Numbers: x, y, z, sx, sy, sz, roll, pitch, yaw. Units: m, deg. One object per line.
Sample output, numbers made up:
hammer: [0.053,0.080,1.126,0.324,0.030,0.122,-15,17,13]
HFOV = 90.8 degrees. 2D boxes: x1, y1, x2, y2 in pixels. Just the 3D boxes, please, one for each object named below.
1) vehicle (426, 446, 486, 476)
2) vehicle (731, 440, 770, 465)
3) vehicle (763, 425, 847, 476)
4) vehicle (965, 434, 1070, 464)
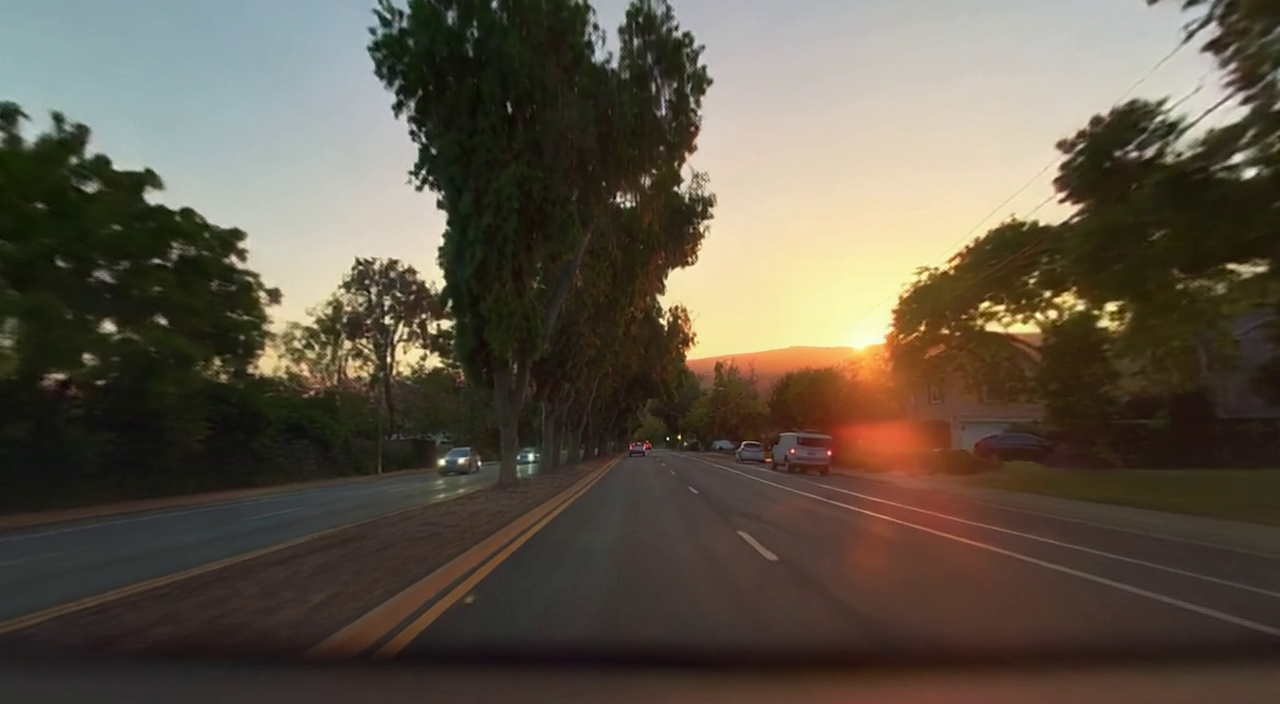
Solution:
vehicle: [-10.008,5.934,34.680,1.958,1.524,4.314,0,-8,0]
vehicle: [7.477,6.835,42.981,1.965,1.623,4.096,0,-8,1]
vehicle: [7.516,4.574,29.493,2.278,2.079,5.861,0,-8,0]
vehicle: [19.774,5.084,33.307,4.336,1.480,1.926,-2,-7,15]
